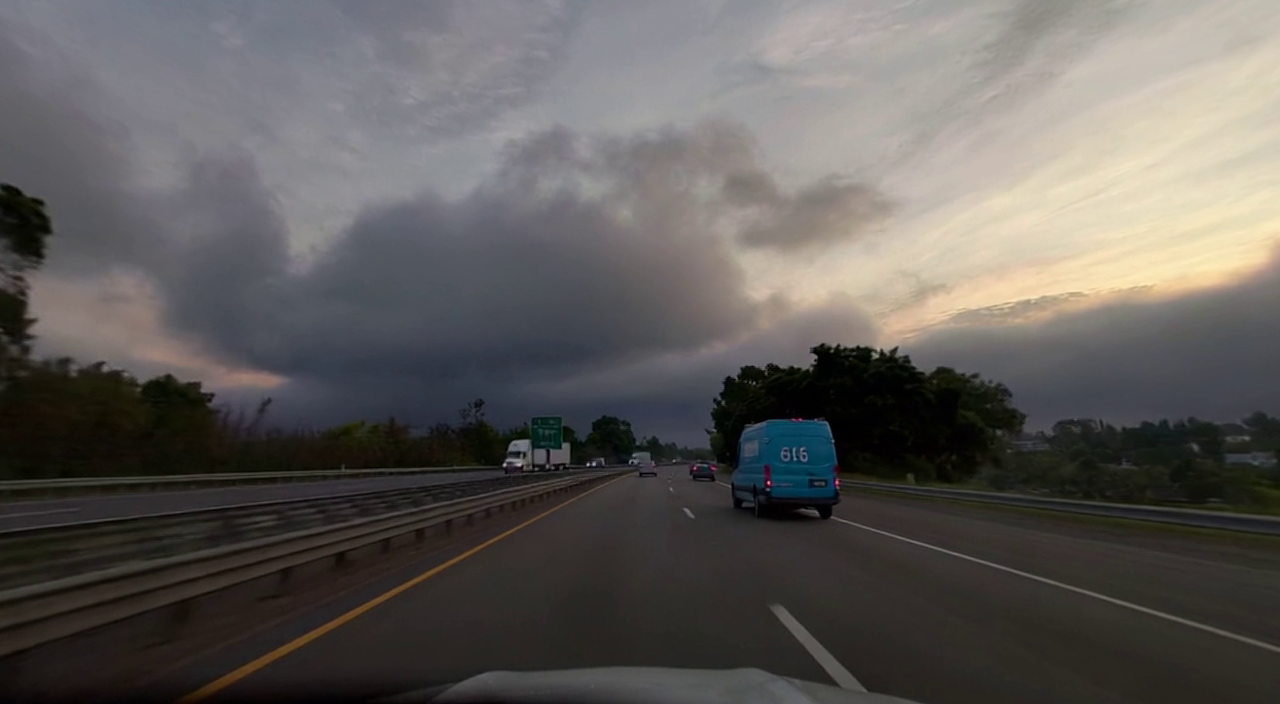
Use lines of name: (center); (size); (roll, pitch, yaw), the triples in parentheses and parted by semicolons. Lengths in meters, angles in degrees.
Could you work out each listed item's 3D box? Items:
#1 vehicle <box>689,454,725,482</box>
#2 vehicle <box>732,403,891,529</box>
vehicle: (4.978, 8.722, 47.379); (2.224, 1.997, 4.652); (0, -11, 1)
vehicle: (4.013, 2.925, 16.171); (2.366, 2.595, 5.793); (1, -11, -1)
